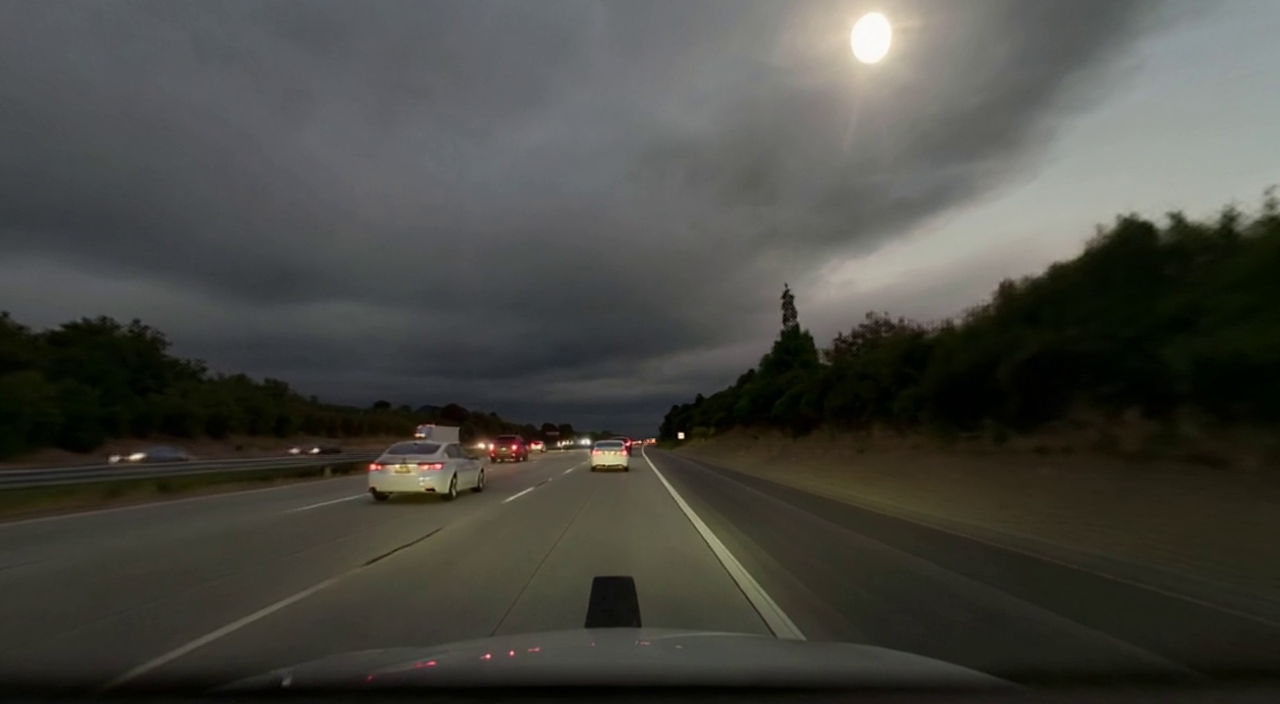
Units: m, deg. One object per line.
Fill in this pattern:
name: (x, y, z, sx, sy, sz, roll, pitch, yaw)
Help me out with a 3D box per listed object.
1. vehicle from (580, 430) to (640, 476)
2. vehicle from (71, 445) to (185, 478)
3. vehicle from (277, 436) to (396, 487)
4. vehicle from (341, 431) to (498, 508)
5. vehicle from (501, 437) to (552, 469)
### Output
vehicle: (-1.122, 3.898, 24.595, 2.178, 1.658, 3.916, 0, -8, -1)
vehicle: (-25.655, 5.473, 31.757, 1.873, 1.491, 4.688, 0, -8, -1)
vehicle: (-9.521, 3.431, 20.129, 1.850, 1.439, 3.932, 0, -8, 0)
vehicle: (-4.764, 2.569, 14.352, 1.971, 1.464, 4.386, 0, -8, 0)
vehicle: (-5.565, 4.952, 31.145, 1.835, 1.432, 3.835, 0, -8, 0)
